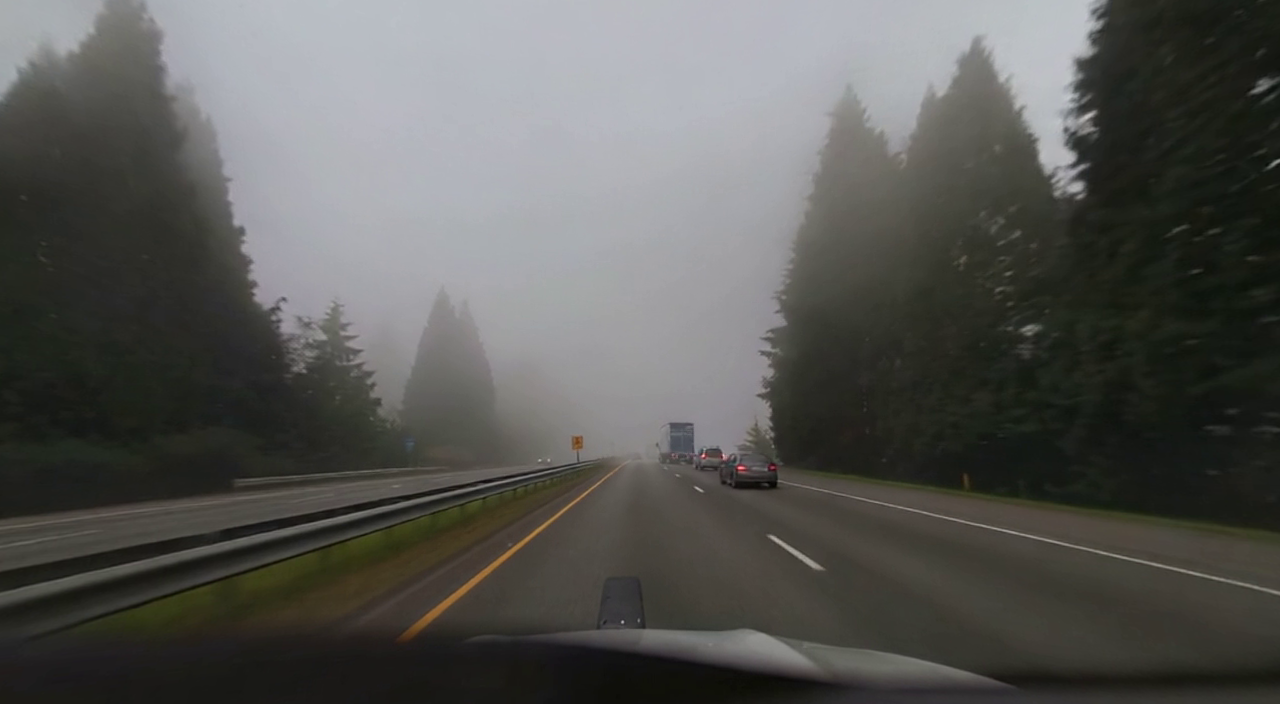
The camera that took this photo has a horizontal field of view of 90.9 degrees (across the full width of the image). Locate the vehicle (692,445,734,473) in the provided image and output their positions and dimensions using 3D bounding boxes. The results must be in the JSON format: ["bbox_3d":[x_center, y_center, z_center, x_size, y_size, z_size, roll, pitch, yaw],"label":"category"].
[{"bbox_3d":[4.736,7.022,41.468,2.118,1.688,4.715,0,-9,-1],"label":"vehicle"}]

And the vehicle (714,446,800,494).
[{"bbox_3d":[3.961,4.076,22.177,2.031,1.491,4.883,0,-9,-1],"label":"vehicle"}]
